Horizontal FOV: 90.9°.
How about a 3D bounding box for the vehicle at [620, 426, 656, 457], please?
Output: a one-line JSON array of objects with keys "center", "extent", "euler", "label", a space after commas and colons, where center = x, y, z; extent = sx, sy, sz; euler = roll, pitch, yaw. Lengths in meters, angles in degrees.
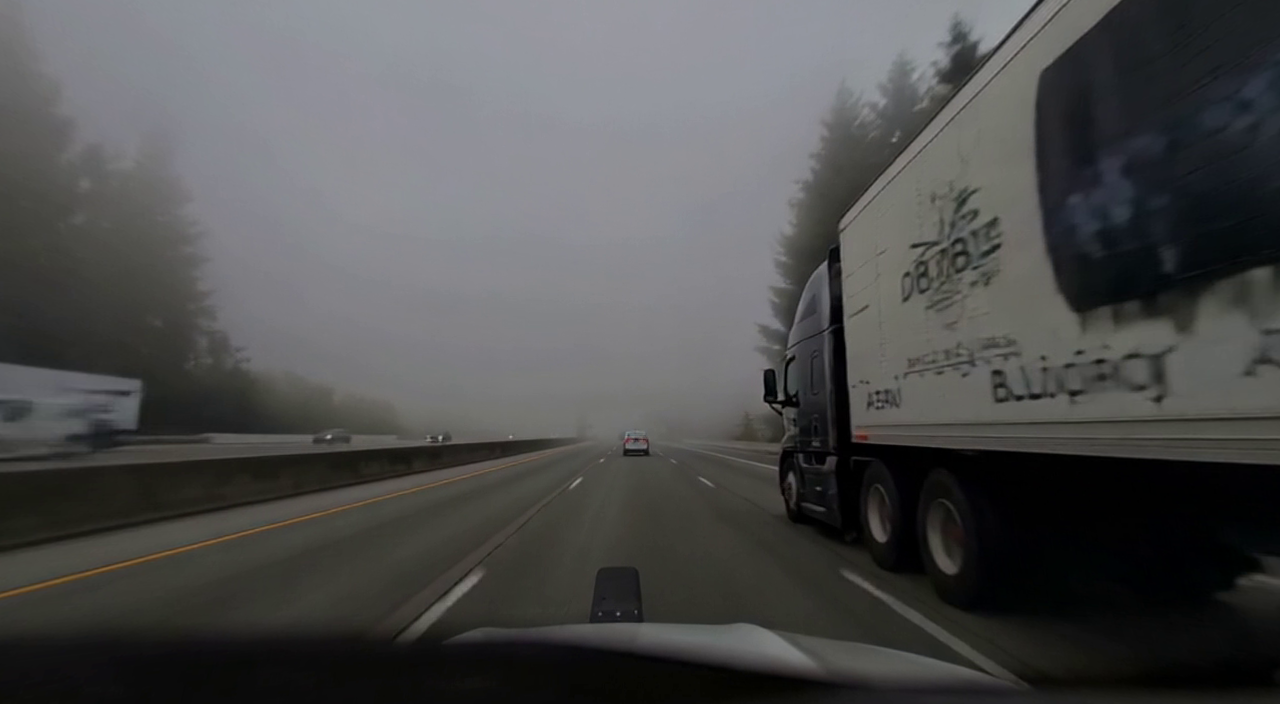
[{"center": [-0.182, 5.867, 41.580], "extent": [2.277, 1.913, 4.510], "euler": [0, -8, -1], "label": "vehicle"}]
